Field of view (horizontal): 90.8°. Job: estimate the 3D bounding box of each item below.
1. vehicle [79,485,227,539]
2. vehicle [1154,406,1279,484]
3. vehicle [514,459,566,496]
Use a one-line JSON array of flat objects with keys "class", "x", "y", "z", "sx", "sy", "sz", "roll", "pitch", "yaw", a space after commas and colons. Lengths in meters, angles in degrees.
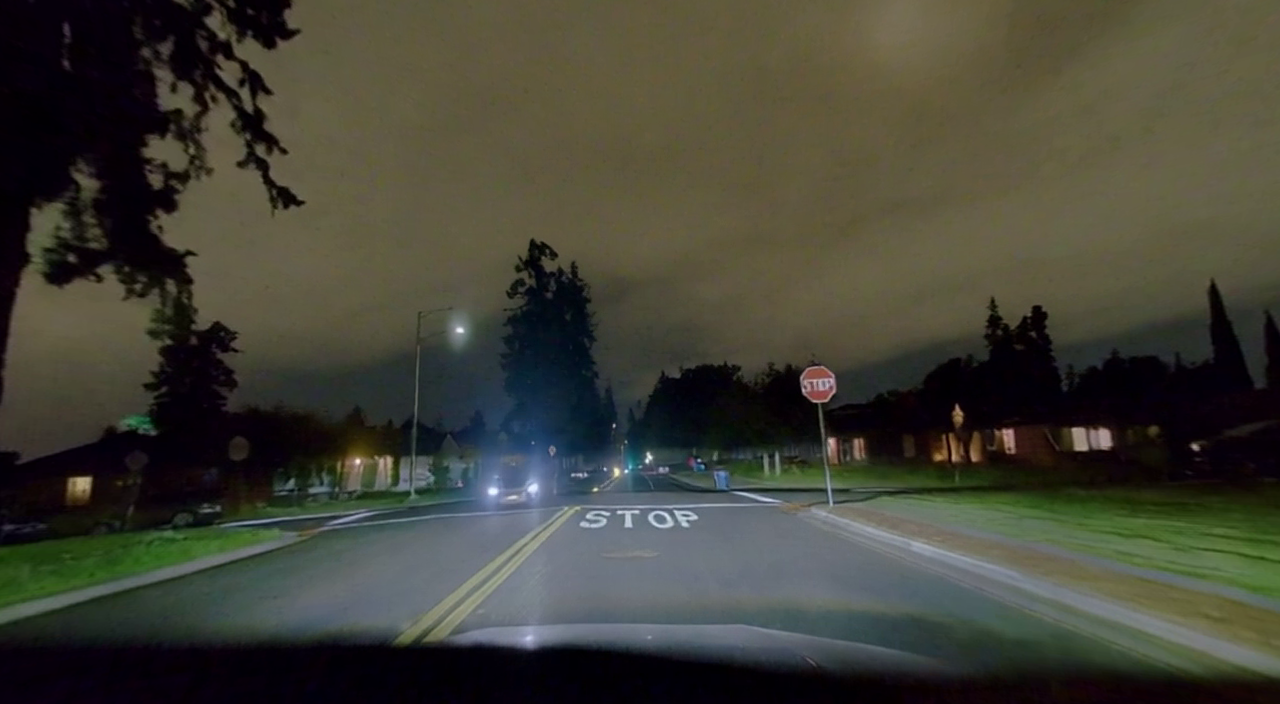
[{"class": "vehicle", "x": -18.467, "y": 6.048, "z": 24.028, "sx": 4.274, "sy": 1.626, "sz": 2.093, "roll": -5, "pitch": -9, "yaw": 11}, {"class": "vehicle", "x": 16.816, "y": 2.365, "z": 16.221, "sx": 4.982, "sy": 1.874, "sz": 2.133, "roll": -3, "pitch": -9, "yaw": 13}, {"class": "vehicle", "x": -5.984, "y": 7.567, "z": 38.388, "sx": 2.149, "sy": 1.823, "sz": 4.613, "roll": -7, "pitch": -10, "yaw": 1}]
